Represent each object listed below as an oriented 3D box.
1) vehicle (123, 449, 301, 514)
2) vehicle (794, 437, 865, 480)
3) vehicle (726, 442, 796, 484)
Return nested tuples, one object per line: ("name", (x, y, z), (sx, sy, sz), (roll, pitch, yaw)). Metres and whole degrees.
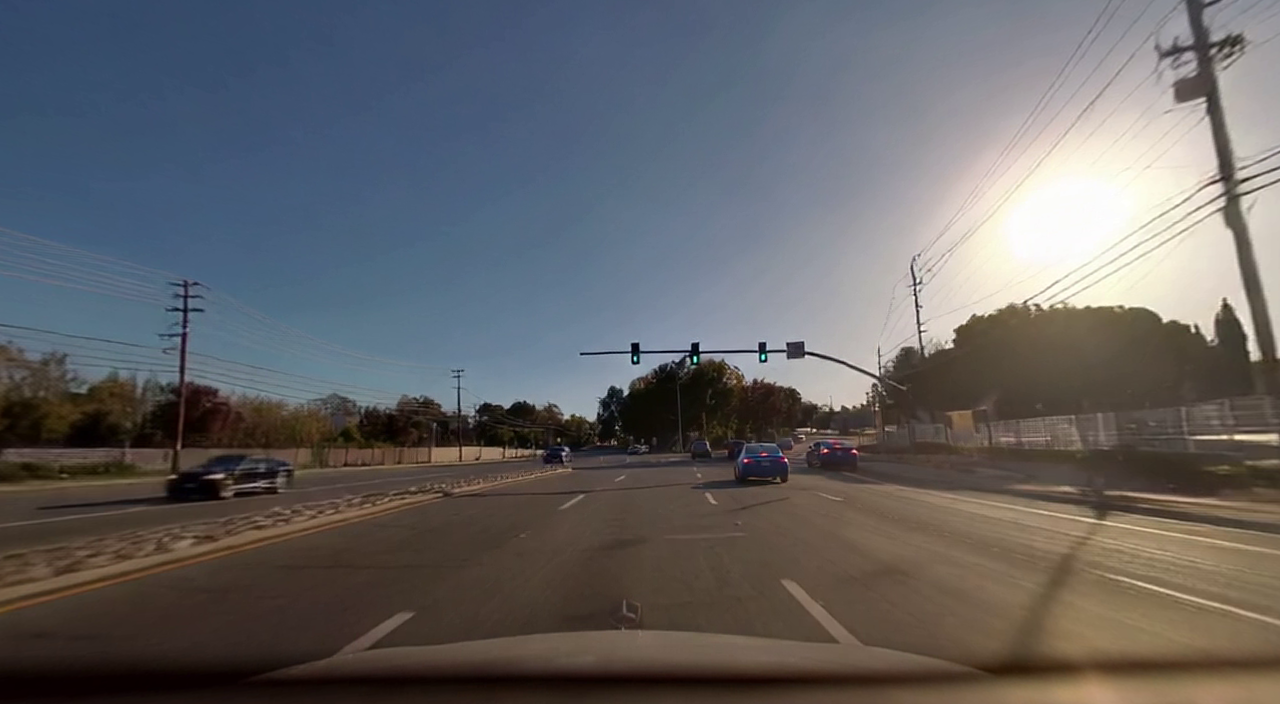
("vehicle", (-11.962, 3.603, 18.094), (1.885, 1.592, 4.337), (-1, -8, 3))
("vehicle", (8.487, 4.797, 28.717), (2.029, 1.795, 4.371), (-1, -8, 3))
("vehicle", (4.574, 4.256, 24.503), (2.035, 1.460, 4.392), (-1, -8, 3))
